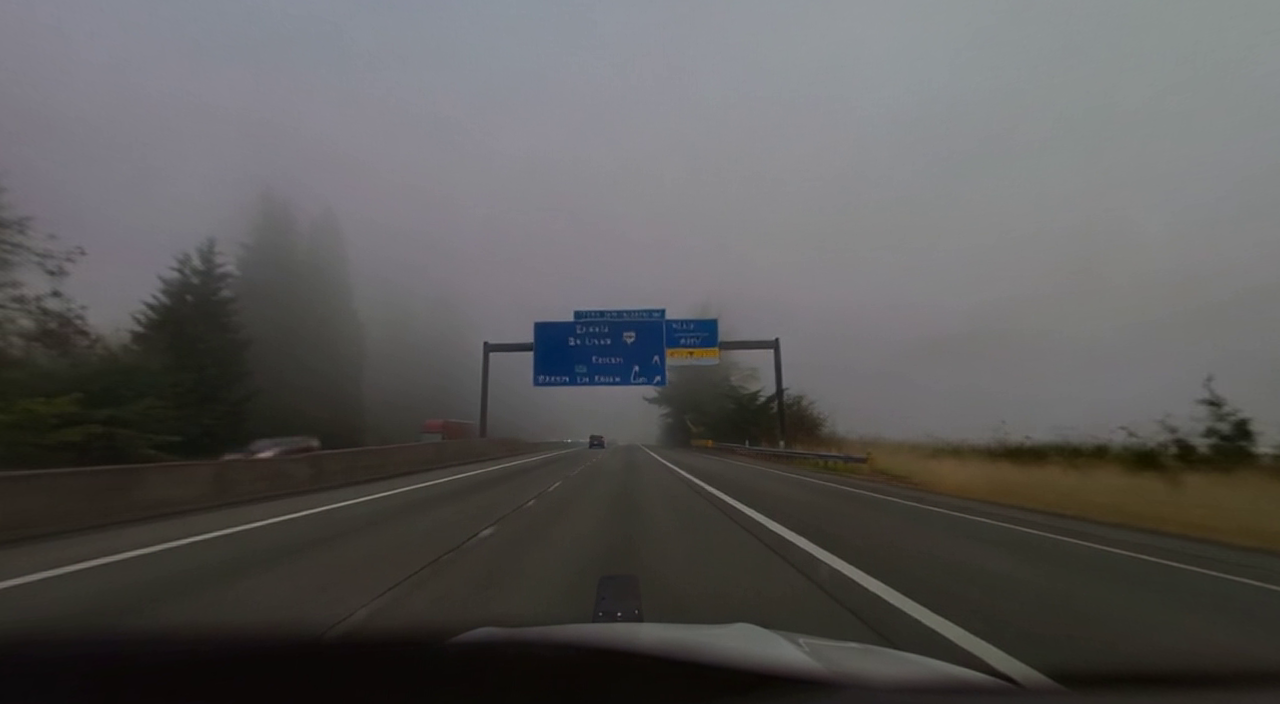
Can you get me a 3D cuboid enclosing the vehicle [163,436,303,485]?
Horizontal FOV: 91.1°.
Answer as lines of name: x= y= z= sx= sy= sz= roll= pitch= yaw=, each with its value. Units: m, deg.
vehicle: x=-13.715 y=3.651 z=21.567 sx=1.941 sy=1.486 sz=4.335 roll=0 pitch=-8 yaw=-1
